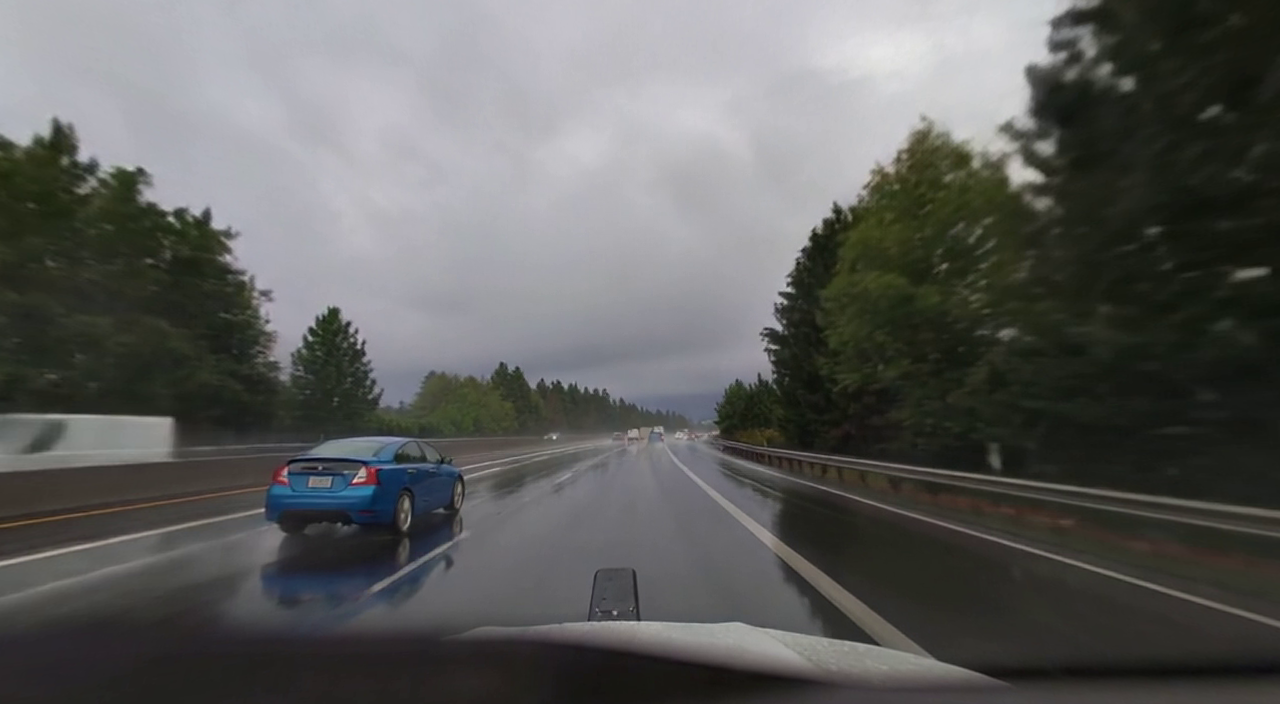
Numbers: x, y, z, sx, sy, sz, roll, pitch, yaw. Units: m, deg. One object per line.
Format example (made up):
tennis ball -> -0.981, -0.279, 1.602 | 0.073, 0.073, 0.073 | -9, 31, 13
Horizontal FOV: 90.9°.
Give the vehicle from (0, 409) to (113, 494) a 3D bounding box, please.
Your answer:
vehicle -> -15.241, 2.258, 14.330 | 2.120, 1.862, 5.124 | 0, -8, -1
